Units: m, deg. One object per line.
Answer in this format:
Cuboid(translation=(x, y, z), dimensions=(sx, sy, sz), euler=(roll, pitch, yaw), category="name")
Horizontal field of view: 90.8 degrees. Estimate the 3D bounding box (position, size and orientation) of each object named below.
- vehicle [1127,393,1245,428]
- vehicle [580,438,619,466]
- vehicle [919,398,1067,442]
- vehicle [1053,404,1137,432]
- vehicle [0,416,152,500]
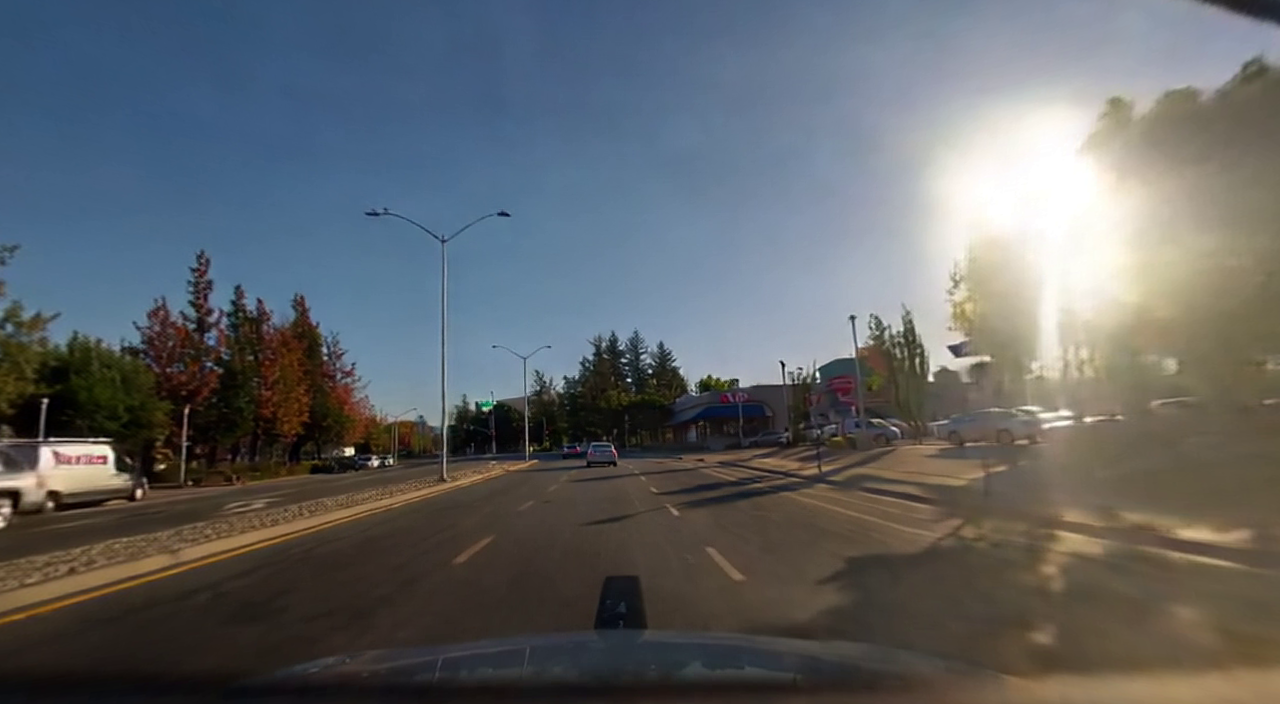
Cuboid(translation=(29.414, 3.232, 34.262), dimensions=(2.175, 1.626, 4.598), euler=(0, -8, -2), category="vehicle")
Cuboid(translation=(-2.570, 6.208, 39.332), dimensions=(2.197, 1.642, 4.312), euler=(1, -8, -6), category="vehicle")
Cuboid(translation=(14.551, 2.858, 26.219), dimensions=(4.851, 1.737, 2.189), euler=(1, -8, -6), category="vehicle")
Cuboid(translation=(29.084, 4.281, 40.605), dimensions=(1.900, 1.570, 4.438), euler=(0, -8, -3), category="vehicle")
Cuboid(translation=(-30.174, 5.431, 32.940), dimensions=(3.377, 3.796, 8.315), euler=(0, -8, -6), category="vehicle")
